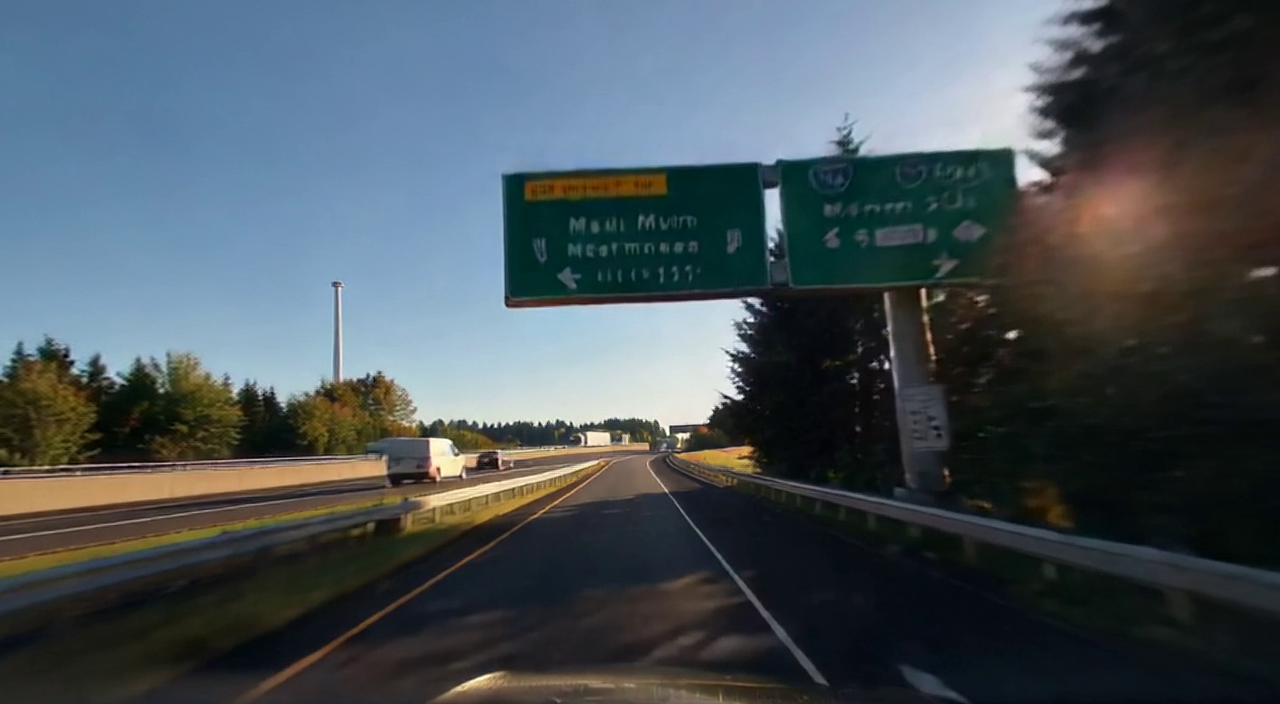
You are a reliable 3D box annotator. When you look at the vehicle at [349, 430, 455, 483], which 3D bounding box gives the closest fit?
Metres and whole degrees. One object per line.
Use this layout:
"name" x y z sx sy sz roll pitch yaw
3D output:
"vehicle" -13.428 6.007 36.459 2.344 2.702 7.709 -1 -9 6
